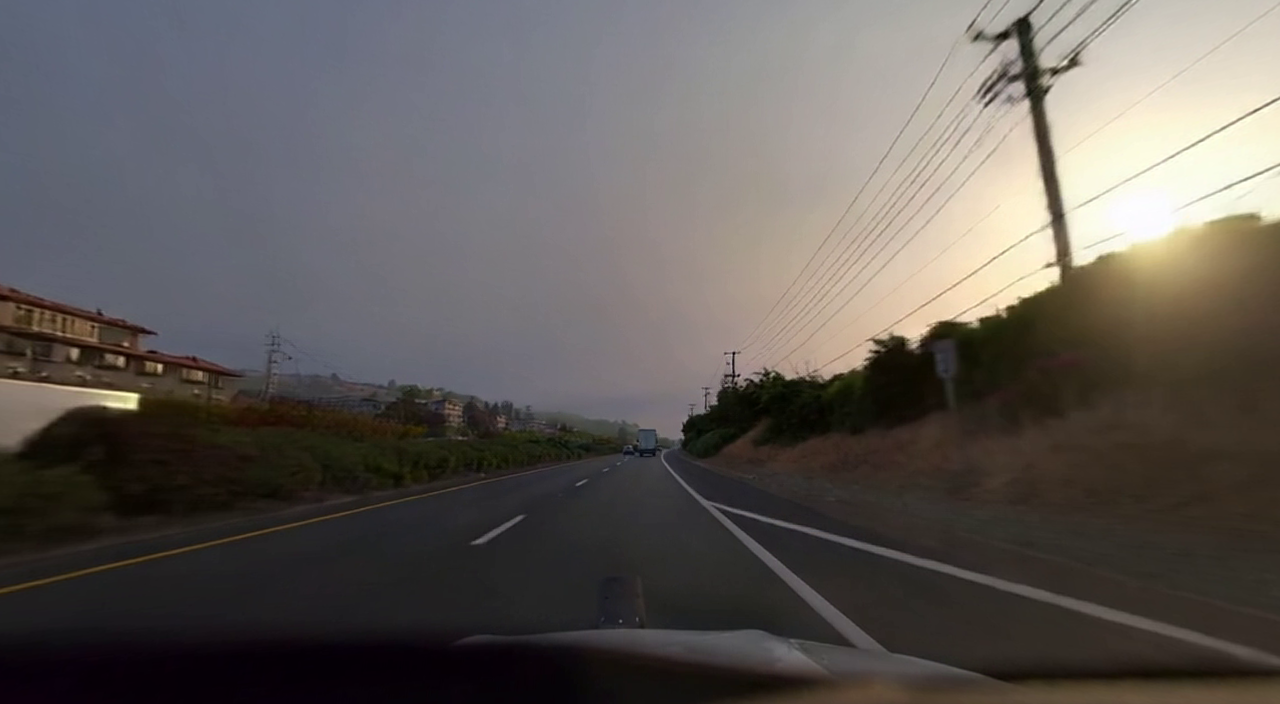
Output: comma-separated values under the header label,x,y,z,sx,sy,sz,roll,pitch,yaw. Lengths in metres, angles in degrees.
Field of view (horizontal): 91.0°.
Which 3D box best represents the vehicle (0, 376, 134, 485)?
label,x,y,z,sx,sy,sz,roll,pitch,yaw
vehicle,-24.614,2.900,23.212,2.990,3.904,10.422,0,-9,1
